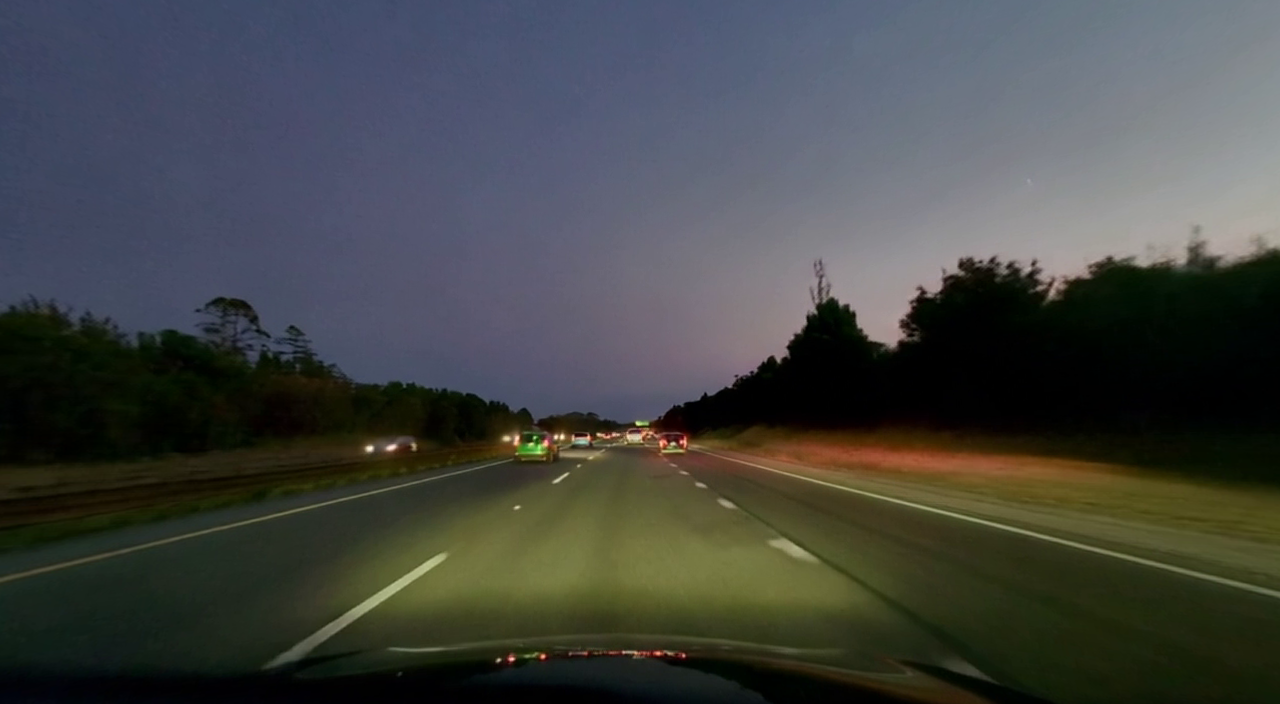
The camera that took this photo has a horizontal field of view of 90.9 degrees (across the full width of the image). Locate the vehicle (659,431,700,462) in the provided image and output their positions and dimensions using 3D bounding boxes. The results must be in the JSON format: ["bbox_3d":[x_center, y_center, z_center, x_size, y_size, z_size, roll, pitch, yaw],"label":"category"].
[{"bbox_3d":[1.942,4.751,31.898,1.869,1.466,3.356,0,-7,0],"label":"vehicle"}]

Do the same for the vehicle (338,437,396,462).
[{"bbox_3d":[-16.973,6.074,39.389,1.790,1.453,4.155,0,-8,-1],"label":"vehicle"}]

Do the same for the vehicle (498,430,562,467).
[{"bbox_3d":[-4.770,4.238,28.060,2.023,1.512,4.804,0,-7,0],"label":"vehicle"}]
